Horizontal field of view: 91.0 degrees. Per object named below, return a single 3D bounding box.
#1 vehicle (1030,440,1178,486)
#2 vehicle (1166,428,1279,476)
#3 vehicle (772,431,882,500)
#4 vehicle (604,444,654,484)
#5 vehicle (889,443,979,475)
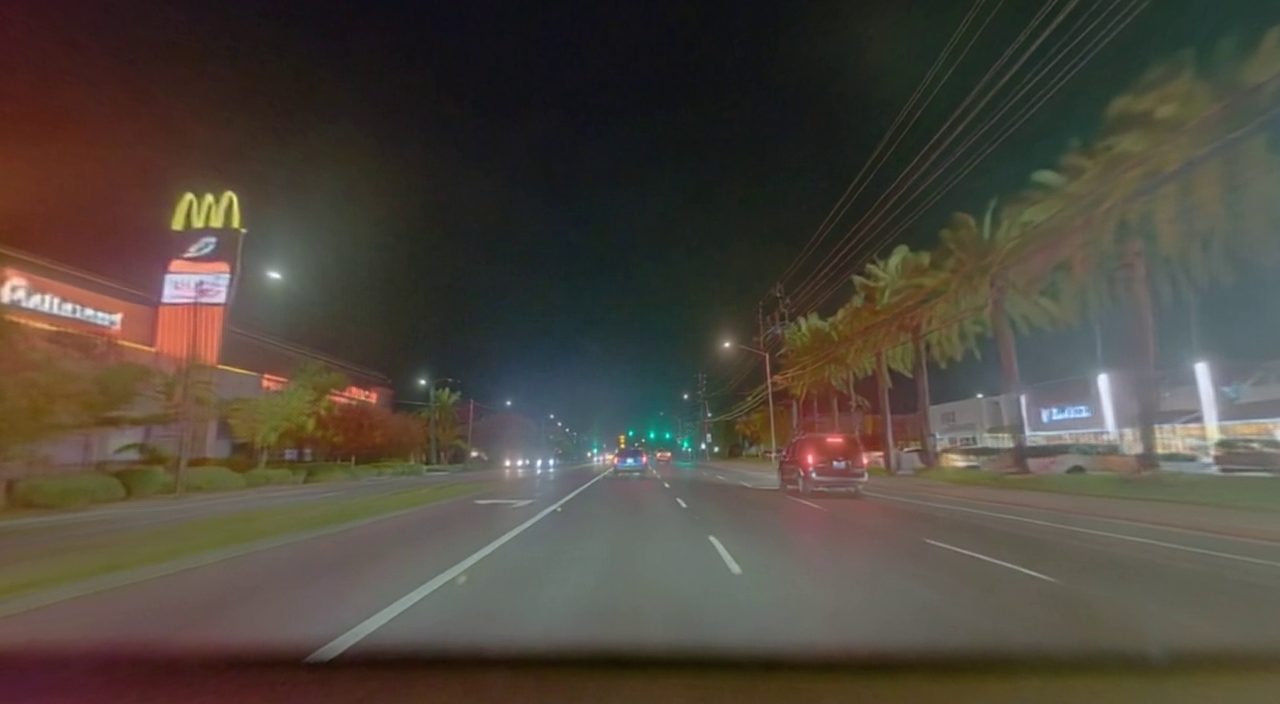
[{"bbox_3d":[17.576,4.210,23.988,4.008,1.432,1.913,-4,-9,0],"label":"vehicle"},{"bbox_3d":[27.683,4.525,28.684,2.343,1.886,5.732,-4,-9,0],"label":"vehicle"},{"bbox_3d":[5.756,3.556,20.087,2.107,1.928,4.471,0,-9,0],"label":"vehicle"},{"bbox_3d":[-0.484,5.064,28.854,2.138,1.672,4.168,0,-9,0],"label":"vehicle"},{"bbox_3d":[17.381,6.320,37.344,4.323,1.466,1.878,-5,-9,1],"label":"vehicle"}]
